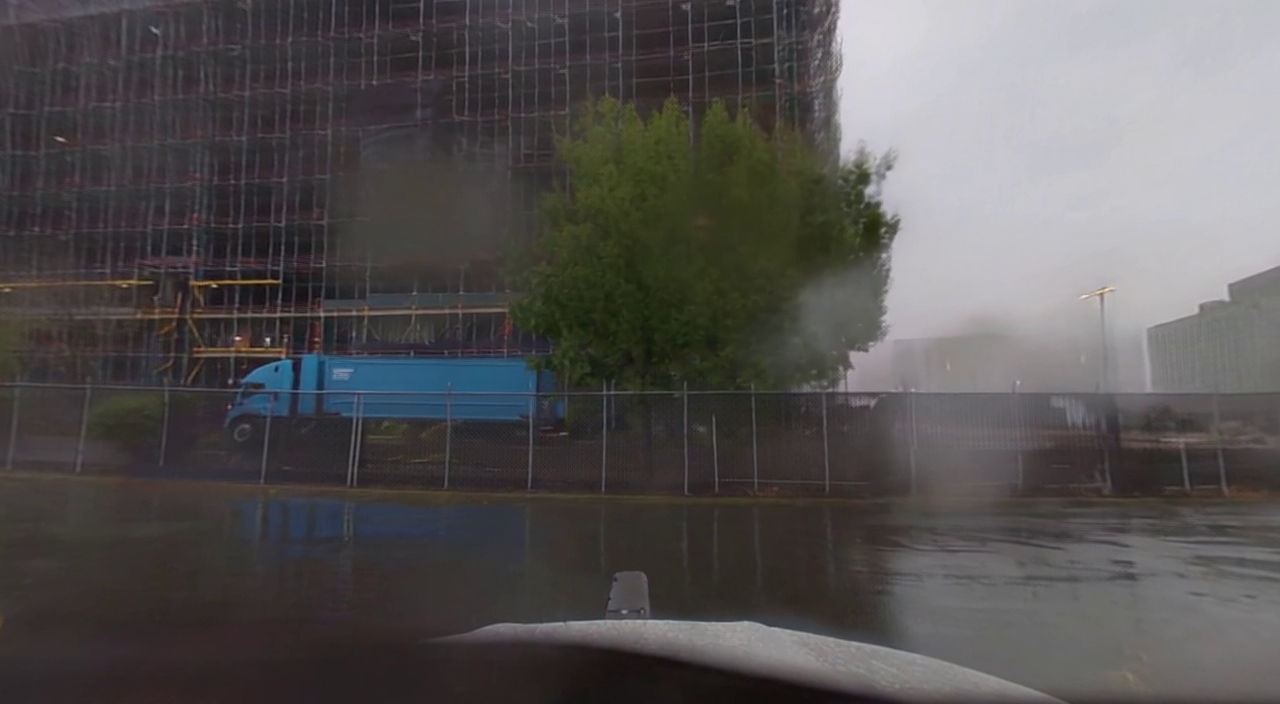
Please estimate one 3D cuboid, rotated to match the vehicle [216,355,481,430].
[{"bbox_3d":[-17.068,2.548,38.025,14.067,4.099,2.832,1,-8,-7],"label":"vehicle"}]
